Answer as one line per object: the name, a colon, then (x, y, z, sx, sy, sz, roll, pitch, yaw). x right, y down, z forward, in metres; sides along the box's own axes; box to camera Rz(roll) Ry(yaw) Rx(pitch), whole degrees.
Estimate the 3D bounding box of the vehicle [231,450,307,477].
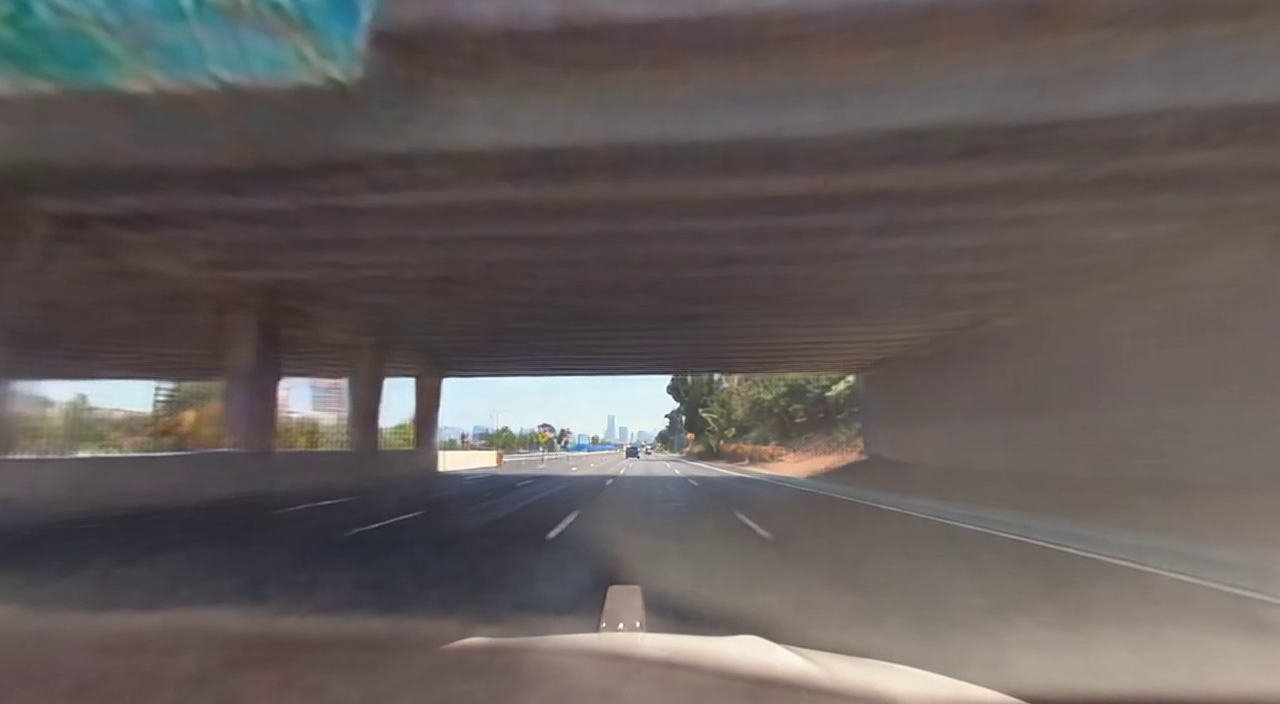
vehicle: (-22.320, 6.701, 38.081, 1.878, 1.506, 4.380, -1, -9, 1)
